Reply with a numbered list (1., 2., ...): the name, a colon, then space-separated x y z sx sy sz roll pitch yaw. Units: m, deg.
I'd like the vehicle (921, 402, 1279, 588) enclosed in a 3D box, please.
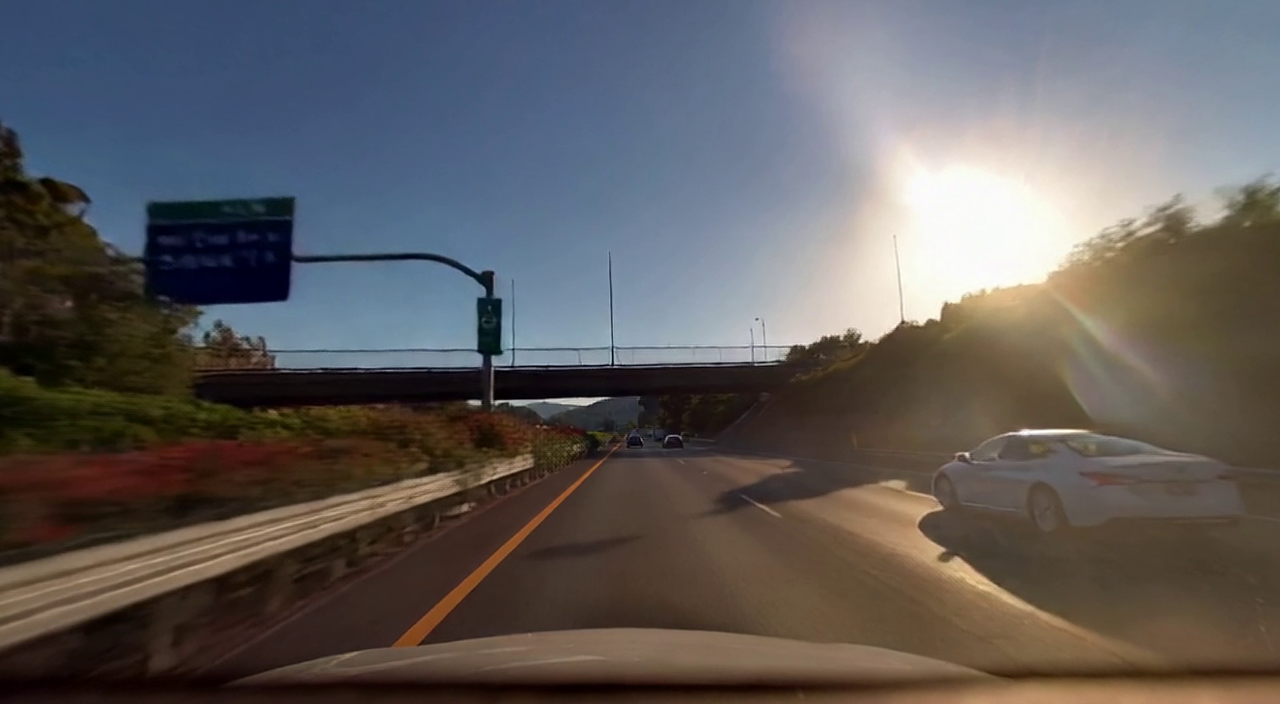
1. vehicle: 5.340 1.501 7.525 1.940 1.578 4.122 0 -8 -2
